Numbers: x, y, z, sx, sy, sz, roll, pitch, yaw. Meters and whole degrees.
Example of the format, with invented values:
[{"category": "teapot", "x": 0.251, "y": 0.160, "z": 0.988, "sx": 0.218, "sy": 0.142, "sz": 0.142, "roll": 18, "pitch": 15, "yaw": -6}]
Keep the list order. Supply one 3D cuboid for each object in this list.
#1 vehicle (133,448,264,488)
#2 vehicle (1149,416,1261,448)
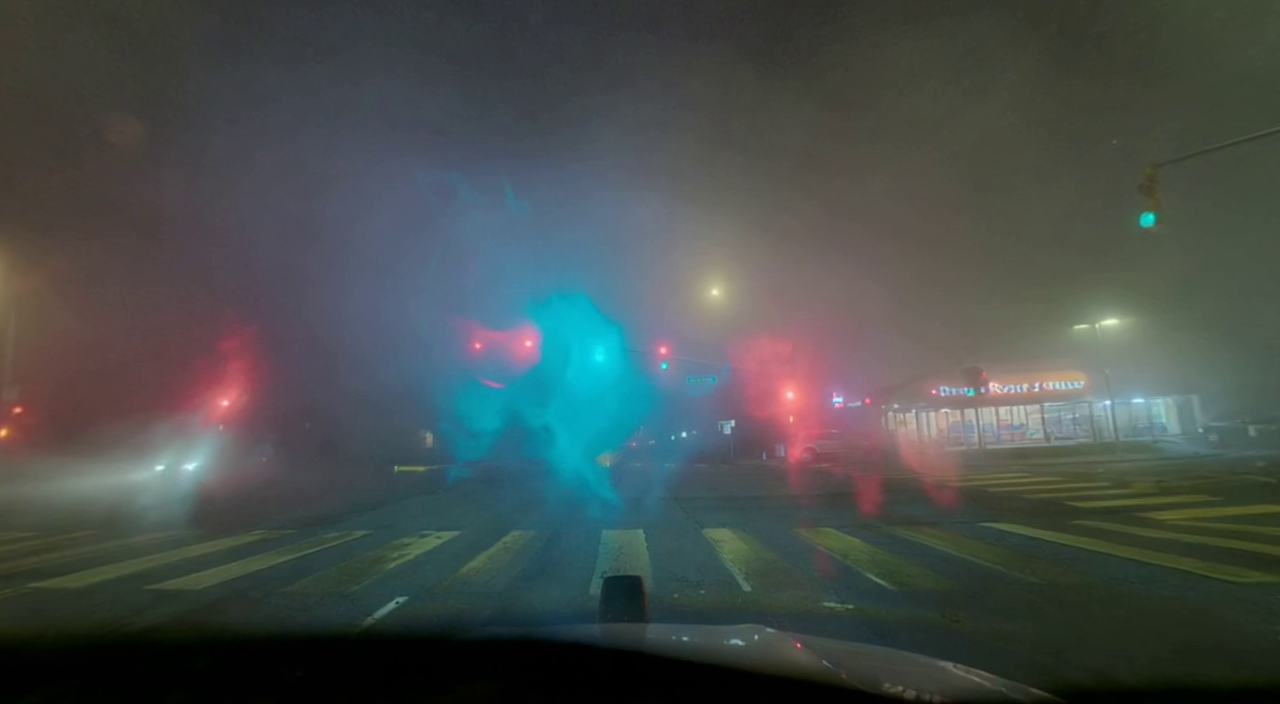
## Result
[{"category": "vehicle", "x": -18.424, "y": 4.832, "z": 26.629, "sx": 1.919, "sy": 1.513, "sz": 4.604, "roll": -1, "pitch": -8, "yaw": 4}, {"category": "vehicle", "x": 28.270, "y": 4.067, "z": 31.722, "sx": 1.799, "sy": 1.459, "sz": 4.266, "roll": -1, "pitch": -8, "yaw": 3}]
